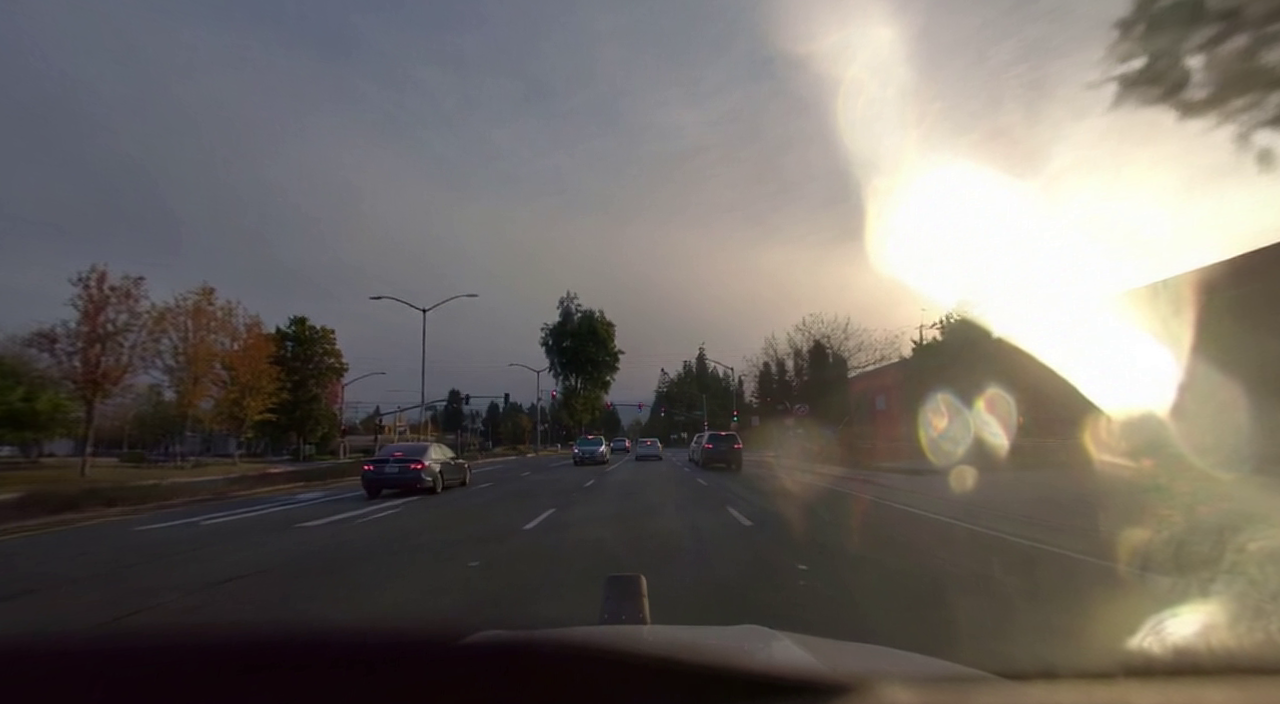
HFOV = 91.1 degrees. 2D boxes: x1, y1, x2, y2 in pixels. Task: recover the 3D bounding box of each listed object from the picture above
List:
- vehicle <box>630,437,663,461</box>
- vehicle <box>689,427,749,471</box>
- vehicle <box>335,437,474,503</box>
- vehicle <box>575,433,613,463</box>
[{"bbox_3d":[0.406,6.100,39.559,2.021,1.461,3.862,0,-8,0],"label":"vehicle"},{"bbox_3d":[3.540,4.480,29.129,2.141,1.833,4.704,0,-8,0],"label":"vehicle"},{"bbox_3d":[-5.927,3.012,16.504,1.926,1.465,4.620,0,-8,-1],"label":"vehicle"},{"bbox_3d":[-2.783,5.899,38.747,1.912,1.703,4.261,0,-8,2],"label":"vehicle"}]
